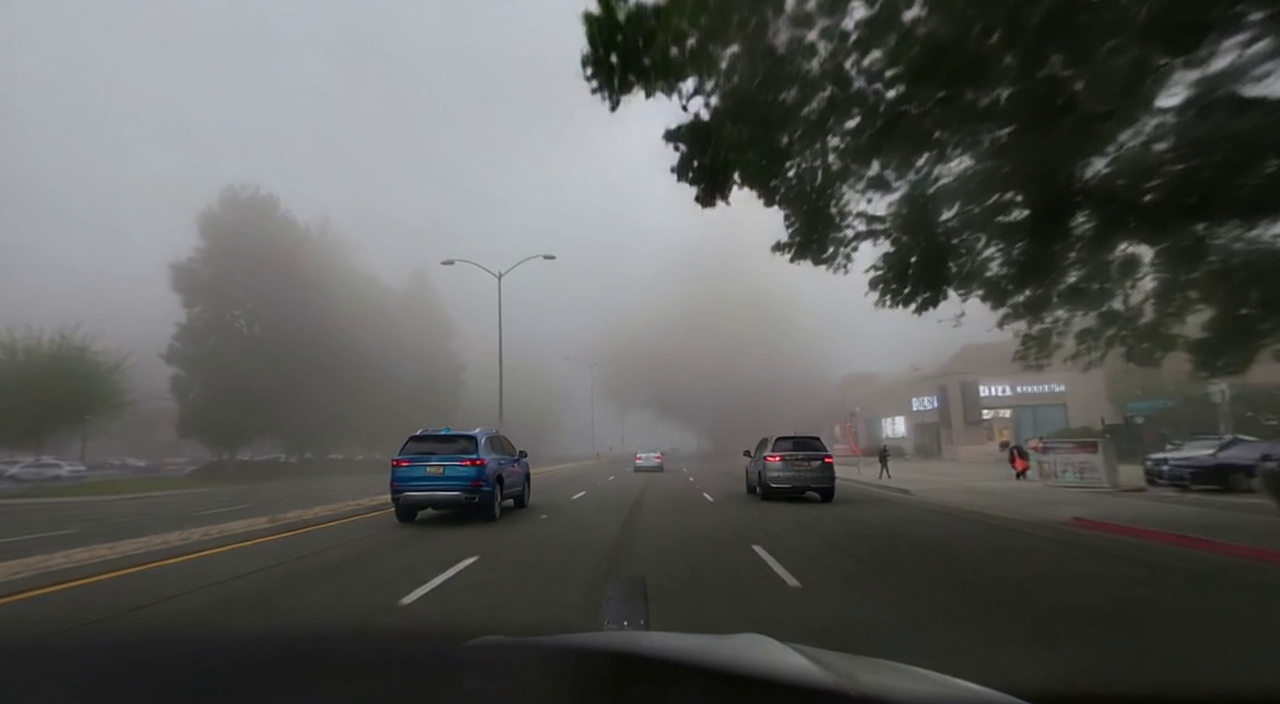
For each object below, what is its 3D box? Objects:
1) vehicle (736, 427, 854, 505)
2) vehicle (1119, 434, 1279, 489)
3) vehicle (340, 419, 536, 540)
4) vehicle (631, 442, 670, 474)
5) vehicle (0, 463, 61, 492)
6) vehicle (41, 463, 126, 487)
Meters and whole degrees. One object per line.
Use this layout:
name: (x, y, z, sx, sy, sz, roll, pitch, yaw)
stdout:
vehicle: (3.938, 2.970, 16.852, 2.083, 1.779, 4.347, 0, -8, 1)
vehicle: (18.167, 3.401, 19.784, 4.601, 1.603, 1.852, -4, -10, 28)
vehicle: (-3.451, 2.268, 11.873, 2.047, 1.810, 4.414, 0, -8, 2)
vehicle: (0.647, 5.932, 35.452, 2.067, 1.702, 3.987, 0, -8, 2)
vehicle: (-42.630, 8.534, 42.846, 4.648, 1.811, 2.029, -1, -8, 6)
vehicle: (-42.756, 9.448, 48.478, 4.647, 1.733, 2.030, 0, -8, 3)
